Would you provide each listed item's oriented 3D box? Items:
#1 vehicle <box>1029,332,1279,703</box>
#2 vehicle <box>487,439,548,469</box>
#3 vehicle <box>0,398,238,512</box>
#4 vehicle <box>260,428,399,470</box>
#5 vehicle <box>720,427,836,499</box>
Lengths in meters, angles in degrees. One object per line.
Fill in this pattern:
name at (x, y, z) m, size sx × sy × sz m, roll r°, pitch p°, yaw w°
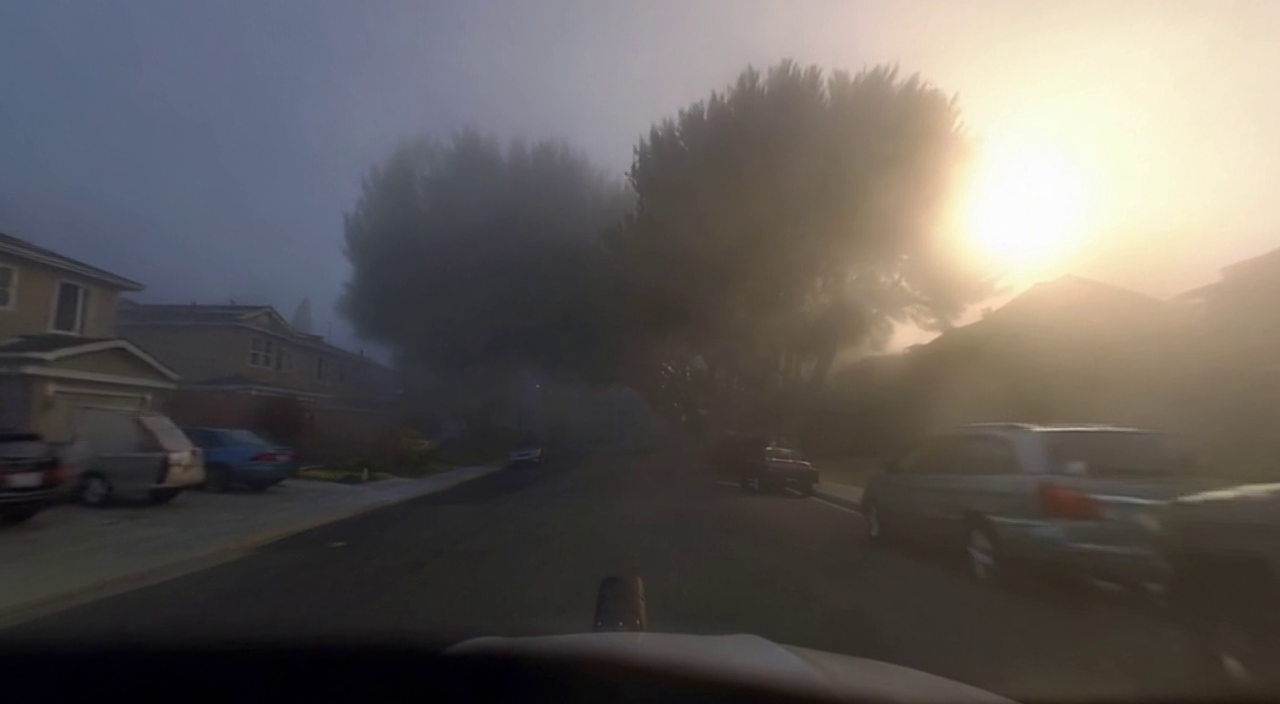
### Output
vehicle at (3.862, 0.688, 1.766) m, size 2.046 × 1.835 × 5.411 m, roll 0°, pitch -8°, yaw -1°
vehicle at (-6.720, 5.498, 34.308) m, size 2.236 × 1.459 × 4.832 m, roll 3°, pitch -9°, yaw -23°
vehicle at (-10.138, 1.818, 11.343) m, size 4.448 × 1.850 × 1.957 m, roll 0°, pitch -8°, yaw 1°
vehicle at (-11.744, 3.695, 24.131) m, size 4.221 × 1.508 × 2.032 m, roll 0°, pitch -9°, yaw 0°
vehicle at (3.912, 3.240, 19.045) m, size 2.235 × 1.829 × 5.194 m, roll 0°, pitch -8°, yaw -1°
